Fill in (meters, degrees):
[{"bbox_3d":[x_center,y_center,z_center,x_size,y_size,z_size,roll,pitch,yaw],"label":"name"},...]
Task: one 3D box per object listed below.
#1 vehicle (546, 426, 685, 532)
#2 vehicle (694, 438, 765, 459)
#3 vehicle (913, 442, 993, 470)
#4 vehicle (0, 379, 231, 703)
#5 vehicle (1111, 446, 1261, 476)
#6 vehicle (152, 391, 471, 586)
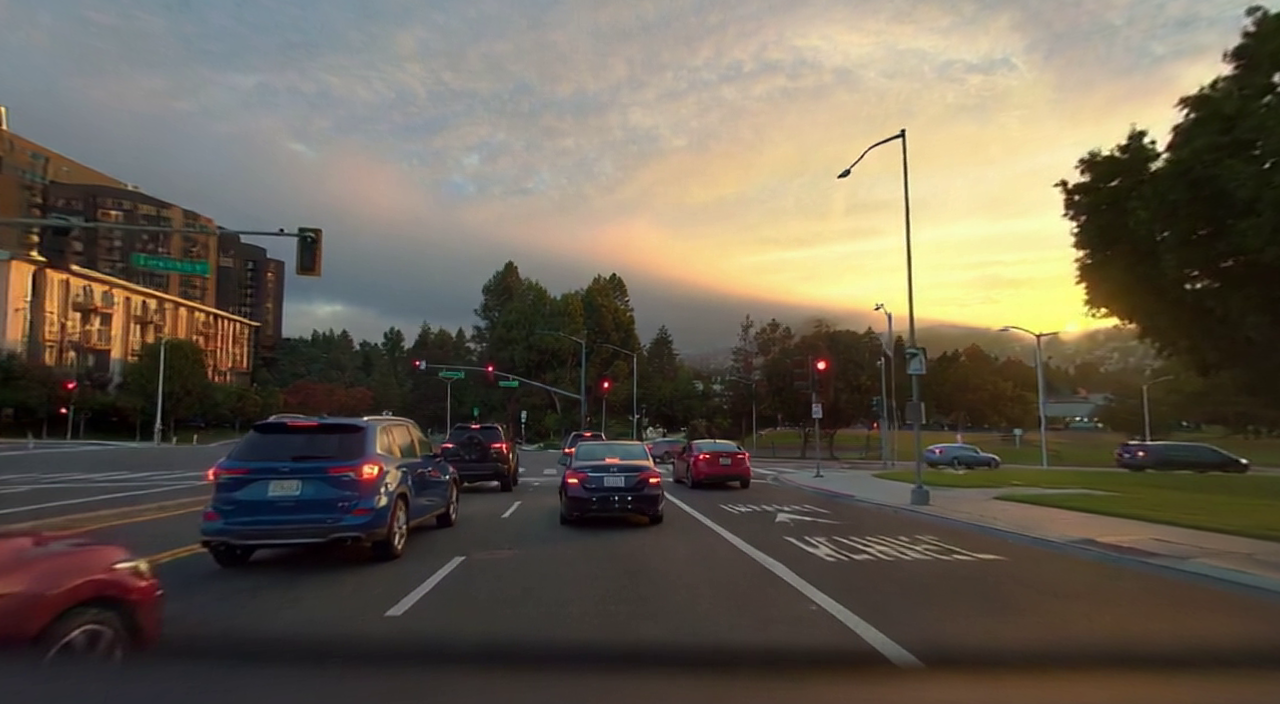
[{"bbox_3d":[-0.562,2.155,11.362,2.001,1.483,4.442,1,-9,-6],"label":"vehicle"},{"bbox_3d":[6.764,7.321,48.014,4.971,1.482,1.900,2,-9,-15],"label":"vehicle"},{"bbox_3d":[21.193,7.055,42.877,4.394,1.802,1.924,1,-9,-6],"label":"vehicle"},{"bbox_3d":[-3.098,0.676,0.868,2.105,1.510,4.643,0,-8,-3],"label":"vehicle"},{"bbox_3d":[38.016,7.577,44.170,7.585,1.987,3.158,0,-8,-1],"label":"vehicle"},{"bbox_3d":[-3.557,1.550,7.985,1.924,1.737,4.387,0,-9,-4],"label":"vehicle"}]
